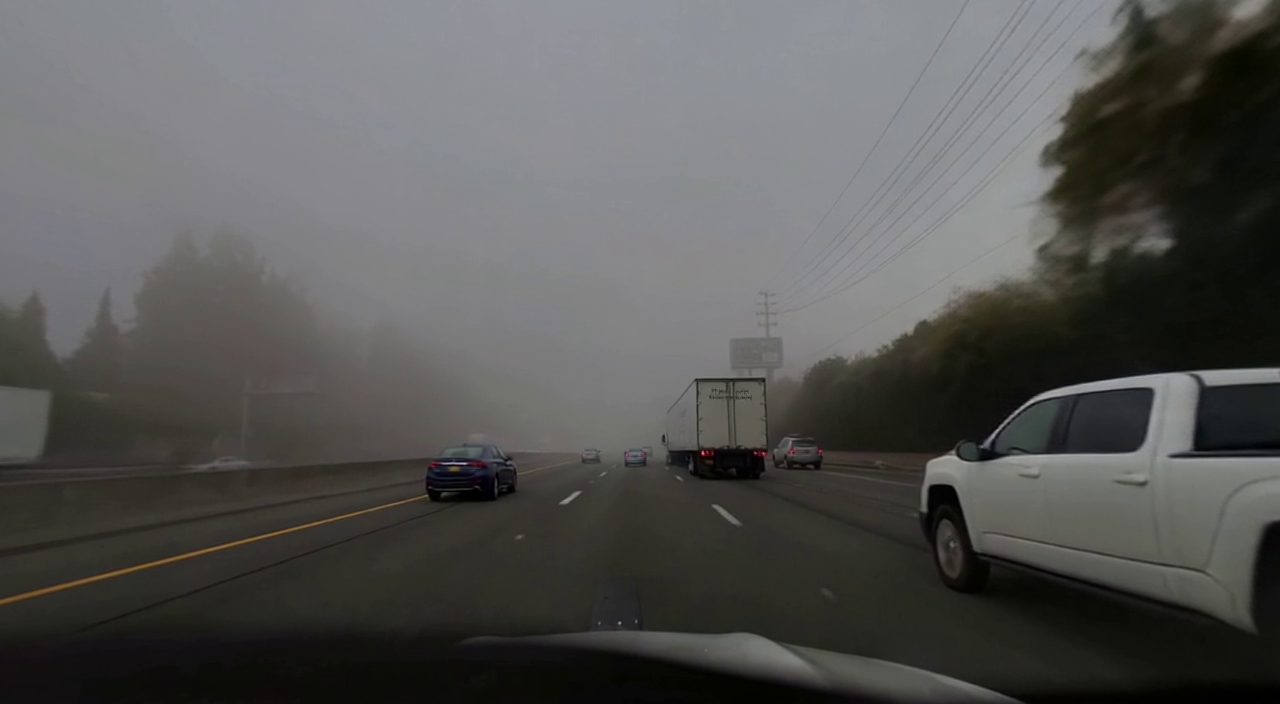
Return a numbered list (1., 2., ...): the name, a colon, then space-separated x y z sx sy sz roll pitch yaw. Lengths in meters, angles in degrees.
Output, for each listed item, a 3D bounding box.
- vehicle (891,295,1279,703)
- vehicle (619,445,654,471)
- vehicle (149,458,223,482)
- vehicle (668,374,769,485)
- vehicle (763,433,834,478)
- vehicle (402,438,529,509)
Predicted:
1. vehicle: 3.415 0.873 3.255 2.132 1.869 4.978 0 -8 0
2. vehicle: -0.154 6.418 38.432 2.047 1.485 3.938 0 -8 1
3. vehicle: -30.805 7.983 42.883 1.956 1.447 4.610 1 -8 -5
4. vehicle: 3.302 4.066 31.679 2.907 4.109 16.177 0 -8 0
5. vehicle: 7.360 4.846 29.790 2.079 1.938 4.630 0 -8 -1
6. vehicle: -4.137 2.927 15.623 1.968 1.507 3.829 0 -8 1
